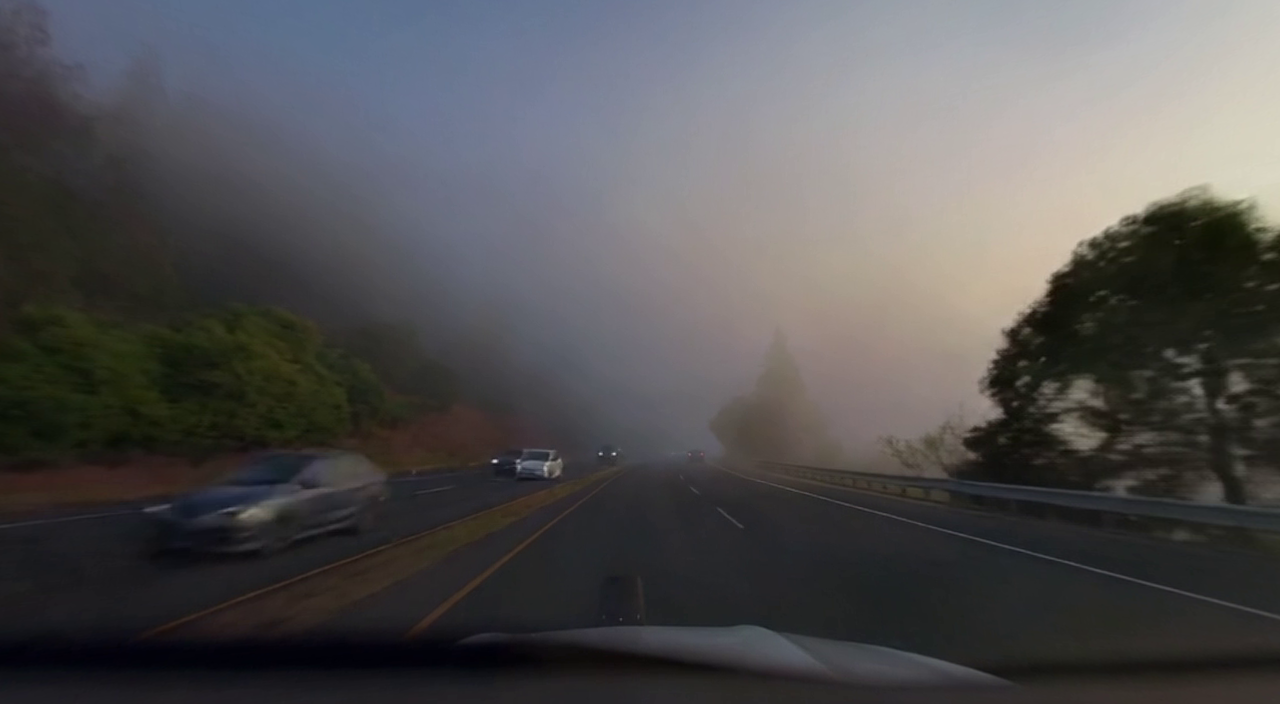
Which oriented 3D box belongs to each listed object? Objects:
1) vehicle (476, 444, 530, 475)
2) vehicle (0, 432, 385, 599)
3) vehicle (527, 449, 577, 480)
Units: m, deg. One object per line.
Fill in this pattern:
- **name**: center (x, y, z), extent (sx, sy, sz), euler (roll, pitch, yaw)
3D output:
- **vehicle**: center (-8.335, 6.562, 38.897), extent (2.154, 1.715, 4.579), euler (0, -8, 2)
- **vehicle**: center (-5.391, 1.856, 8.256), extent (2.058, 1.501, 4.749), euler (0, -8, 1)
- **vehicle**: center (-4.633, 5.991, 33.953), extent (1.918, 1.473, 4.462), euler (0, -8, 1)
